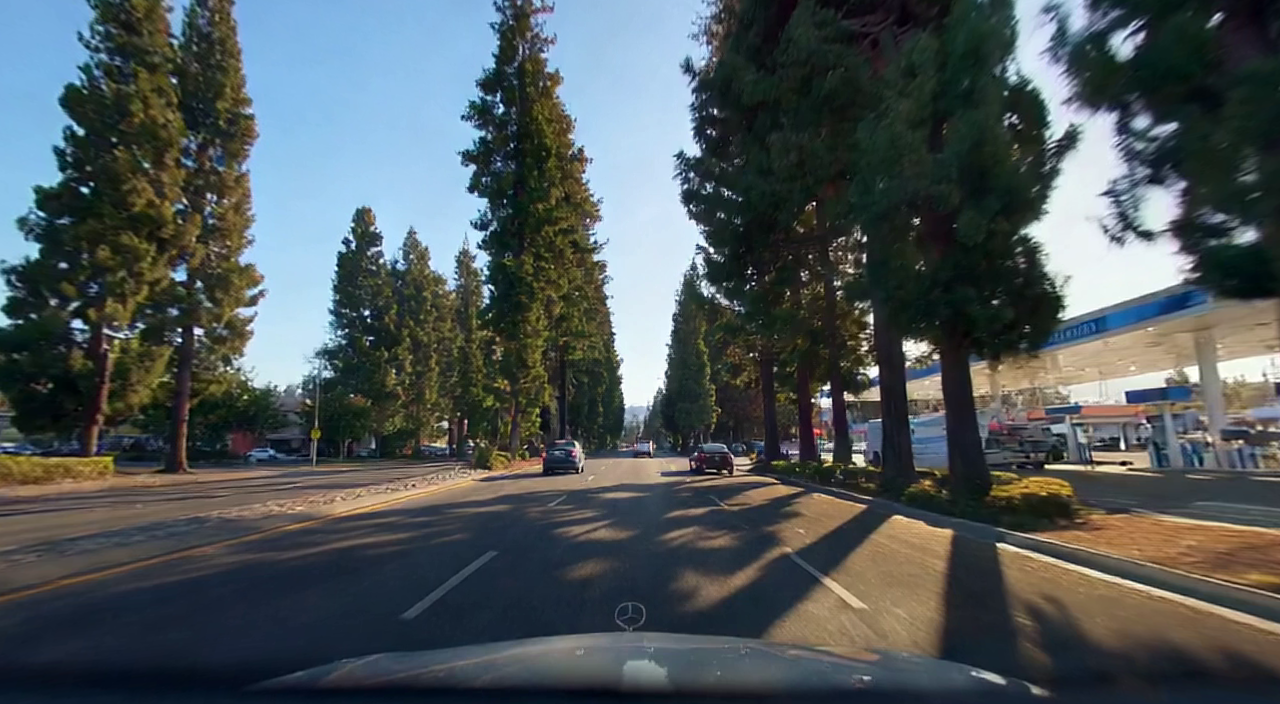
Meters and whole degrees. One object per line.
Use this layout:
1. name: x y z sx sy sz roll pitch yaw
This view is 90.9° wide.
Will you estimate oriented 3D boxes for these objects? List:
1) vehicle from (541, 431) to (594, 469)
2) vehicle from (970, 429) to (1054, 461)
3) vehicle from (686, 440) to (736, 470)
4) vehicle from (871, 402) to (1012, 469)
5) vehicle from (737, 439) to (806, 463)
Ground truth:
1. vehicle: -3.509 4.861 31.370 2.051 1.747 4.370 0 -8 1
2. vehicle: 21.057 5.335 35.916 2.029 1.733 4.440 0 -9 0
3. vehicle: 3.654 5.408 33.321 2.010 1.486 4.498 0 -8 -1
4. vehicle: 15.626 4.512 33.627 3.133 3.133 8.198 0 -8 -3
5. vehicle: 9.689 7.331 46.765 4.526 1.768 2.056 1 -9 -9
